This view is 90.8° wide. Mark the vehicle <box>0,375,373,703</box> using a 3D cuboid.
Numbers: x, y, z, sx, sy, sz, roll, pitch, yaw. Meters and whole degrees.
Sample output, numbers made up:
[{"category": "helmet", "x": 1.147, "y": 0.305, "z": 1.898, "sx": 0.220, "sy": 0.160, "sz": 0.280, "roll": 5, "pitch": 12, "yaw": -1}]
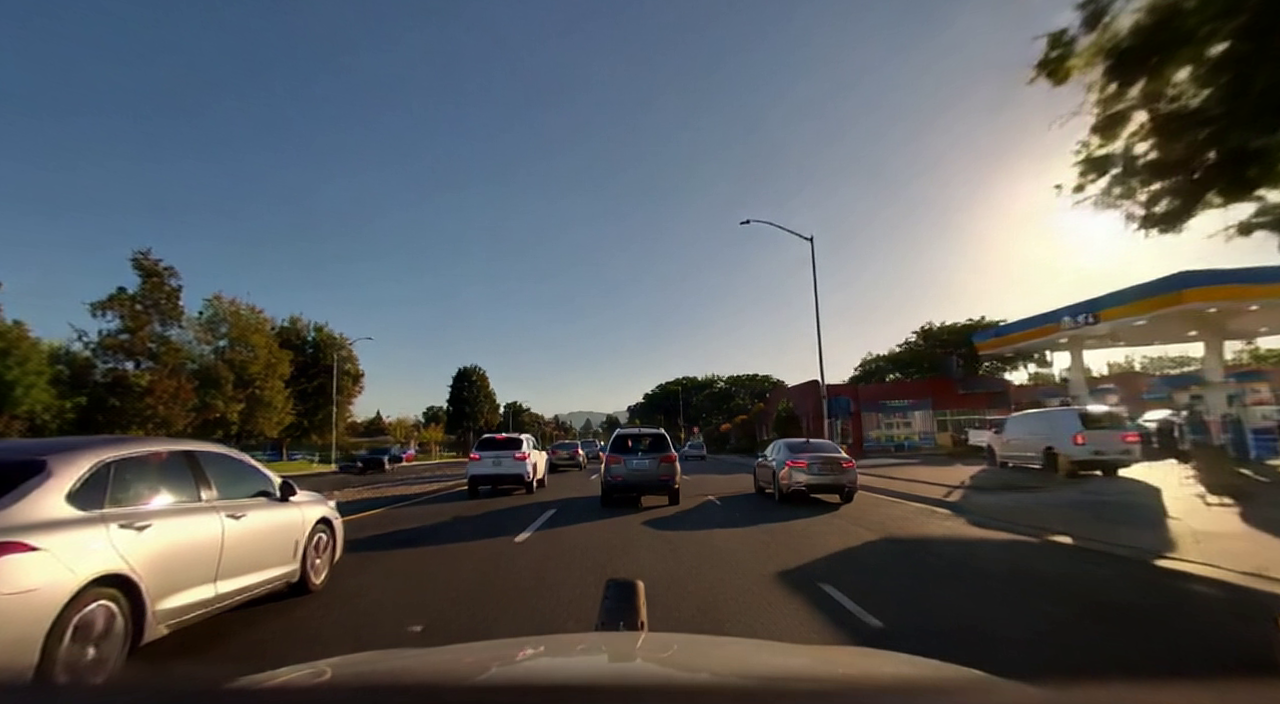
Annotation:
[{"category": "vehicle", "x": -3.606, "y": 1.131, "z": 4.251, "sx": 1.864, "sy": 1.574, "sz": 4.031, "roll": 0, "pitch": -8, "yaw": -1}]

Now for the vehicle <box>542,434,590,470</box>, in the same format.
[{"category": "vehicle", "x": -3.588, "y": 4.939, "z": 31.334, "sx": 1.871, "sy": 1.673, "sz": 3.920, "roll": 0, "pitch": -8, "yaw": 1}]

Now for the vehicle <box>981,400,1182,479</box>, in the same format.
[{"category": "vehicle", "x": 11.938, "y": 2.452, "z": 17.630, "sx": 2.102, "sy": 1.887, "sz": 4.673, "roll": 0, "pitch": -8, "yaw": -1}]

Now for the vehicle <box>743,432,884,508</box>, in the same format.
[{"category": "vehicle", "x": 3.781, "y": 2.650, "z": 14.741, "sx": 1.888, "sy": 1.456, "sz": 4.589, "roll": 0, "pitch": -8, "yaw": -1}]

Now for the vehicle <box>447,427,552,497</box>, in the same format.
[{"category": "vehicle", "x": -3.747, "y": 2.993, "z": 17.603, "sx": 1.932, "sy": 1.695, "sz": 4.150, "roll": 0, "pitch": -8, "yaw": 1}]

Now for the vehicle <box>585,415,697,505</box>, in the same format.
[{"category": "vehicle", "x": 0.008, "y": 2.516, "z": 15.074, "sx": 2.279, "sy": 1.803, "sz": 4.254, "roll": 0, "pitch": -8, "yaw": 0}]
